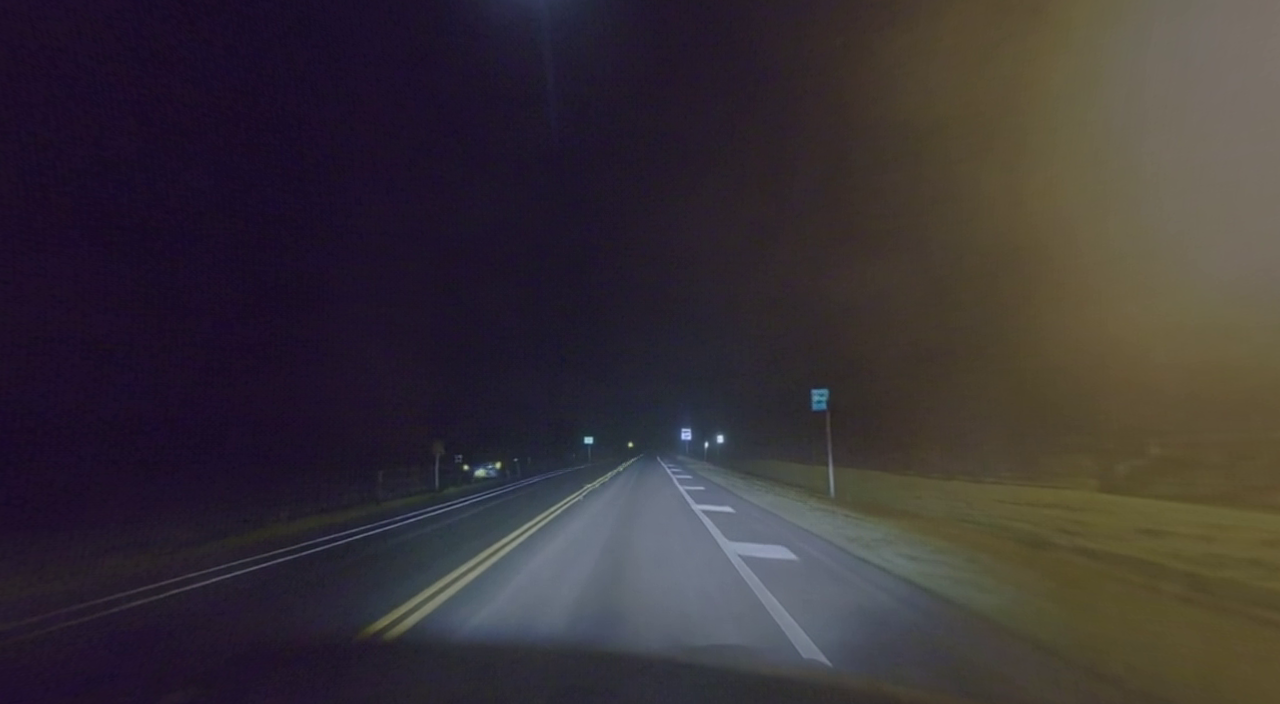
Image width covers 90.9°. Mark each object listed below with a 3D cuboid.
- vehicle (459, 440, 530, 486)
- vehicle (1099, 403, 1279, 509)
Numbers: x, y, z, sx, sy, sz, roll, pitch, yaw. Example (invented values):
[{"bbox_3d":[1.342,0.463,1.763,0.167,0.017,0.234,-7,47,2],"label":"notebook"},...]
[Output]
[{"bbox_3d":[-6.258,4.866,27.652,1.992,1.797,4.372,-2,-10,1],"label":"vehicle"},{"bbox_3d":[11.454,1.949,12.095,1.951,1.744,4.014,1,-8,-7],"label":"vehicle"}]
